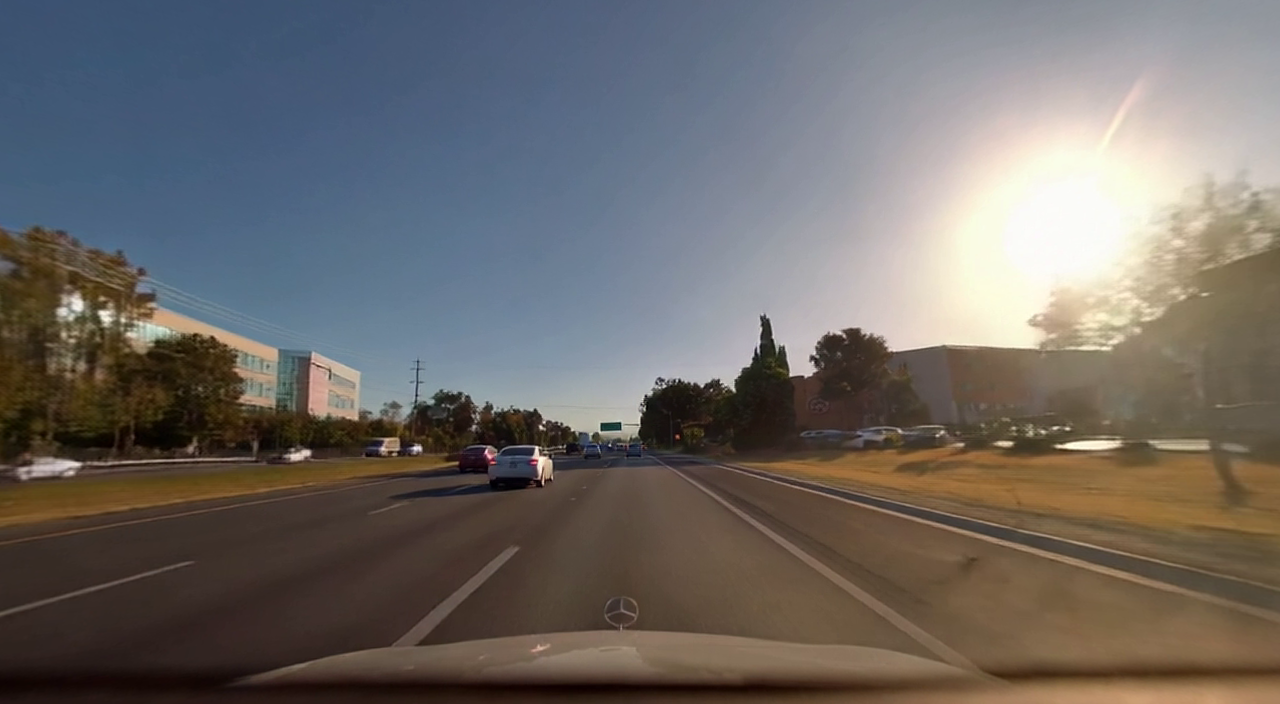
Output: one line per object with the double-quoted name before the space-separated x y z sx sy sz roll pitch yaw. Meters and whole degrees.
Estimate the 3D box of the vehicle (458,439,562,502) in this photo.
"vehicle" -3.342 3.126 17.056 1.920 1.463 4.134 0 -9 0
